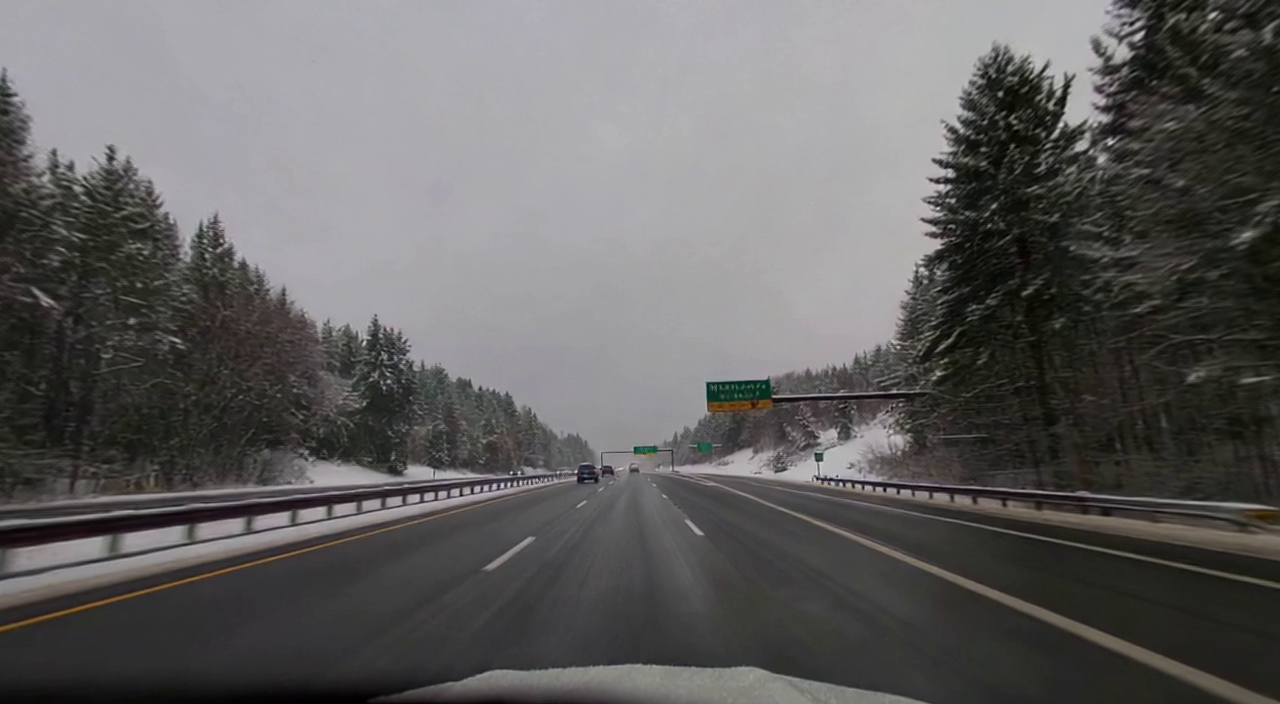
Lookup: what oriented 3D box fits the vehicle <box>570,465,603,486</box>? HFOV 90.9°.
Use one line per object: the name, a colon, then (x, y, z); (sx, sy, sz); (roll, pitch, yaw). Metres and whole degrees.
vehicle: (-4.034, 9.443, 48.127); (2.126, 1.488, 4.186); (1, -11, 0)
